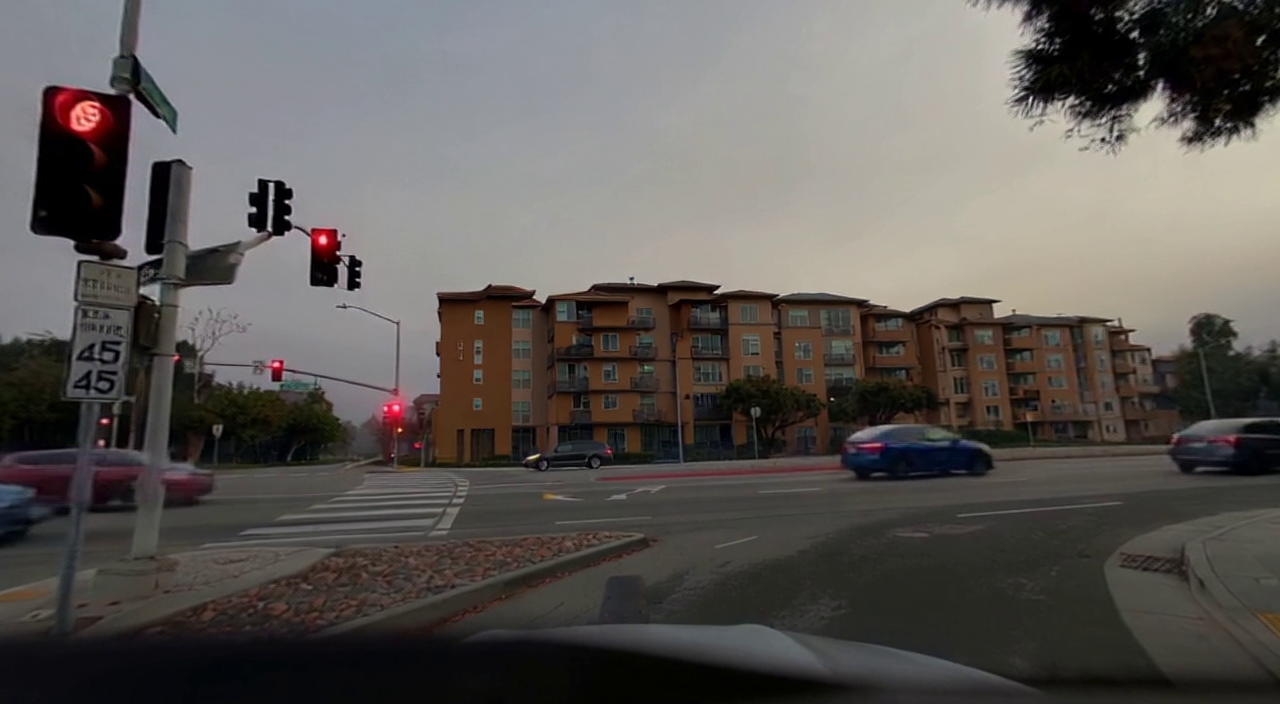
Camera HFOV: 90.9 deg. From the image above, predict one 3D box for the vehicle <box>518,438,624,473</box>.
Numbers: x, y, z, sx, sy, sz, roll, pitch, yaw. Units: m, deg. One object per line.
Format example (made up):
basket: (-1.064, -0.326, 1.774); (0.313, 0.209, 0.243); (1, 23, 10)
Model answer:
vehicle: (-2.986, 4.434, 27.238); (4.289, 1.415, 1.774); (2, -9, -17)

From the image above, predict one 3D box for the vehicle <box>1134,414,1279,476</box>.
vehicle: (17.330, 2.731, 18.544); (4.581, 1.650, 1.958); (2, -9, -16)

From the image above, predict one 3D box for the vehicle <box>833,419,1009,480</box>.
vehicle: (8.520, 2.945, 19.233); (4.711, 1.688, 1.915); (2, -9, -17)

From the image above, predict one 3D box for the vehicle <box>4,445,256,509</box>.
vehicle: (-13.102, 3.205, 16.605); (4.691, 1.478, 1.908); (2, -9, -16)
